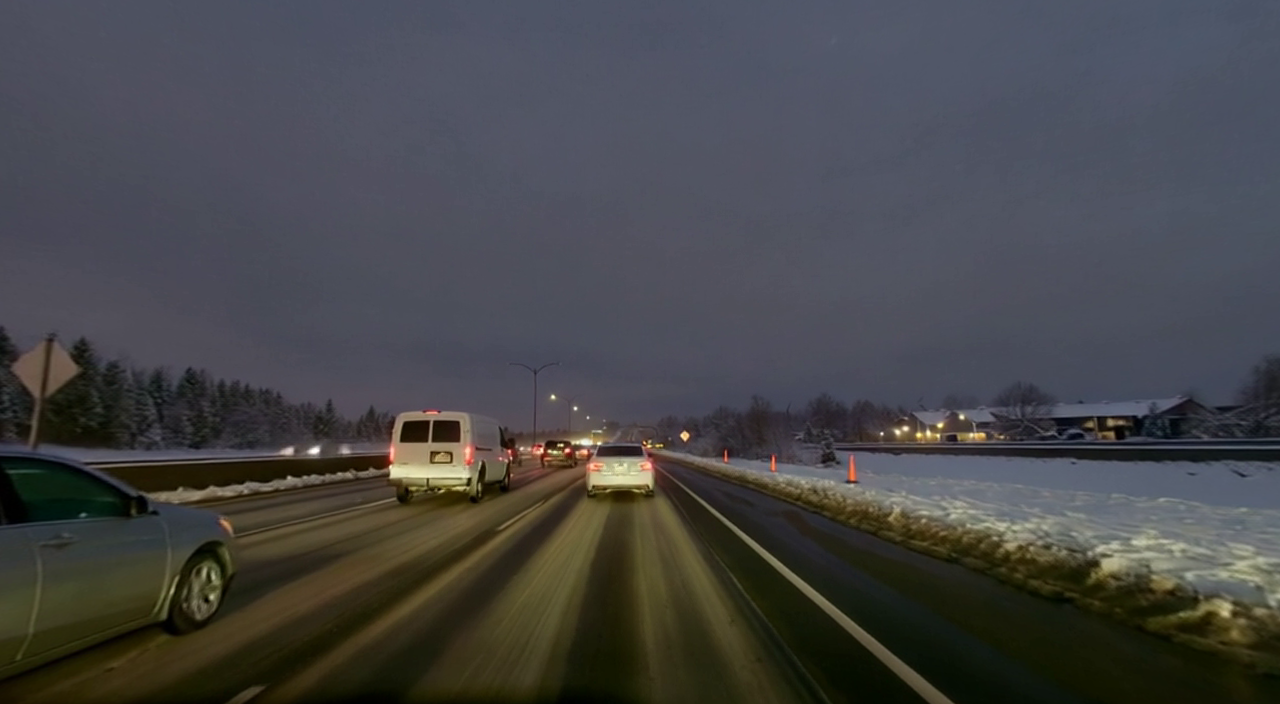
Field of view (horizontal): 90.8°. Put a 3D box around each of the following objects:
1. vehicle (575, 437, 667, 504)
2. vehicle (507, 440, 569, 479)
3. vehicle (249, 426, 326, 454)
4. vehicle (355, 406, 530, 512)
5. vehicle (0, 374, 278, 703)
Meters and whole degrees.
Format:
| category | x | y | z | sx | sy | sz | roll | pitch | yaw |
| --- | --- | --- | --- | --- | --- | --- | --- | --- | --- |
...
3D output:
| category | x | y | z | sx | sy | sz | roll | pitch | yaw |
| --- | --- | --- | --- | --- | --- | --- | --- | --- | --- |
| vehicle | -0.464 | 2.973 | 16.298 | 2.069 | 1.484 | 3.918 | 0 | -9 | -1 |
| vehicle | -4.056 | 4.353 | 25.822 | 1.824 | 1.459 | 4.007 | 0 | -9 | 1 |
| vehicle | -25.090 | 6.358 | 45.279 | 2.263 | 1.874 | 5.613 | 0 | -9 | -1 |
| vehicle | -4.293 | 2.489 | 15.063 | 2.324 | 2.012 | 5.740 | 0 | -9 | 0 |
| vehicle | -3.958 | 0.905 | 2.828 | 2.041 | 1.604 | 4.384 | 0 | -9 | 0 |
